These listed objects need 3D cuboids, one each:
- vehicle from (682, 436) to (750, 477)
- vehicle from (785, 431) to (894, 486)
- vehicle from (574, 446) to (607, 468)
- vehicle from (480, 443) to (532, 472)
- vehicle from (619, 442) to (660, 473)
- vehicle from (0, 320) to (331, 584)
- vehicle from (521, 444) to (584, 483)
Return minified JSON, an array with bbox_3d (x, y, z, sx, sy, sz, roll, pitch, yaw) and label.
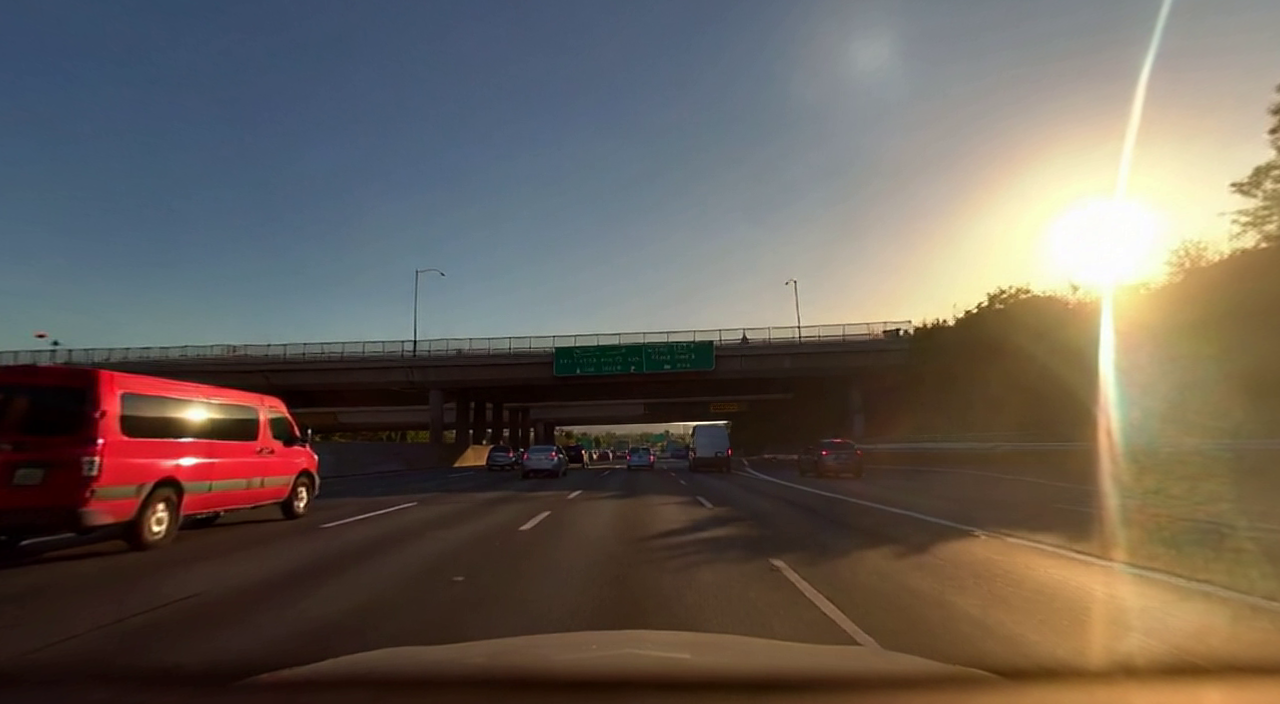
[{"bbox_3d":[3.736,5.292,32.319,2.777,1.895,5.710,0,-9,0],"label":"vehicle"},{"bbox_3d":[7.428,4.051,24.267,2.304,1.840,5.706,0,-8,0],"label":"vehicle"},{"bbox_3d":[-3.549,7.539,45.614,1.987,1.466,4.341,0,-9,1],"label":"vehicle"},{"bbox_3d":[-7.678,6.087,36.496,1.961,1.562,4.301,0,-9,1],"label":"vehicle"},{"bbox_3d":[0.007,5.801,34.852,2.115,1.617,4.102,0,-9,1],"label":"vehicle"},{"bbox_3d":[-7.587,1.475,9.712,2.336,2.708,6.421,0,-9,0],"label":"vehicle"},{"bbox_3d":[-3.518,4.568,26.159,1.970,1.483,4.071,0,-9,1],"label":"vehicle"}]
